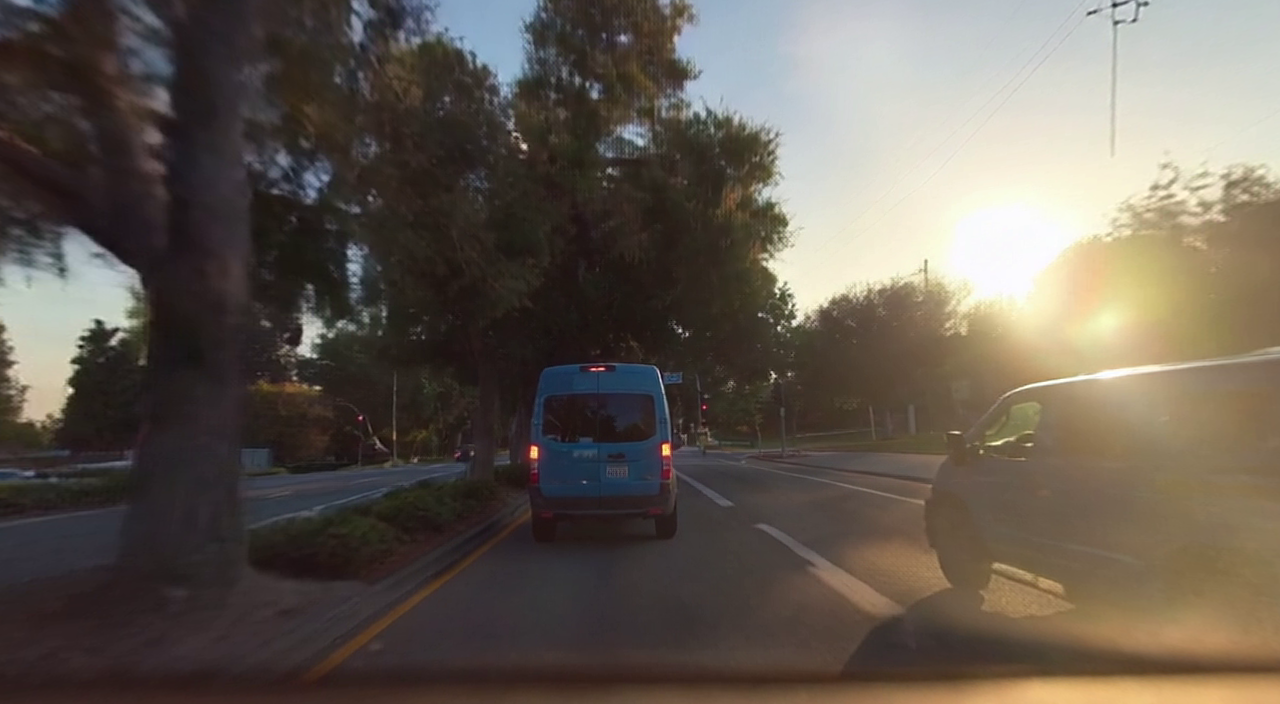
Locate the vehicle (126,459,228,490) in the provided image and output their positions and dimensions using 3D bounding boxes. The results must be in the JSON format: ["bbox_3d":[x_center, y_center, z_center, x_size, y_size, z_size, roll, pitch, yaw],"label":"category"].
[{"bbox_3d":[-27.935,7.353,38.170,4.857,1.729,2.029,-1,-9,9],"label":"vehicle"}]

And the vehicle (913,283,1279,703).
[{"bbox_3d":[3.691,0.875,4.137,1.988,1.873,3.968,0,-9,0],"label":"vehicle"}]

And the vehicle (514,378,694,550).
[{"bbox_3d":[-0.383,1.653,9.794,2.145,2.046,4.309,0,-9,1],"label":"vehicle"}]
